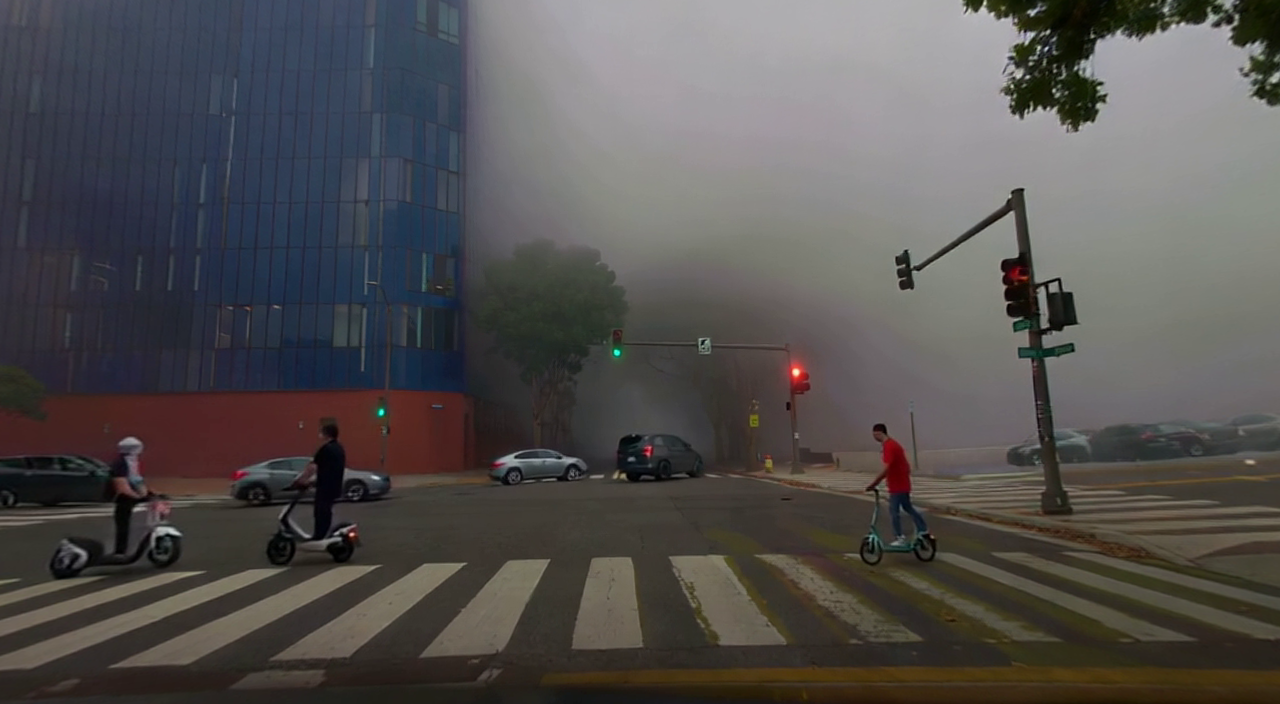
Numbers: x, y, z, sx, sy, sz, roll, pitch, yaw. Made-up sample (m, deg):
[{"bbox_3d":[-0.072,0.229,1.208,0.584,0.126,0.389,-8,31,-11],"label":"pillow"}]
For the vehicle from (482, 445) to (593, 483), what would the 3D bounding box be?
[{"bbox_3d":[-4.296,4.745,27.166,2.075,1.463,4.485,-7,-11,38],"label":"vehicle"}]

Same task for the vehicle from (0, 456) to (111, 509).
[{"bbox_3d":[-19.397,3.915,19.170,4.730,1.453,2.068,0,-8,-3],"label":"vehicle"}]

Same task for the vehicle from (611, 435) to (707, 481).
[{"bbox_3d":[0.909,4.372,26.360,2.122,1.724,4.802,-5,-10,27],"label":"vehicle"}]

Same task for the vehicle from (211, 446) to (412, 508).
[{"bbox_3d":[-8.787,3.351,17.416,4.576,1.496,2.042,2,-9,-18],"label":"vehicle"}]
